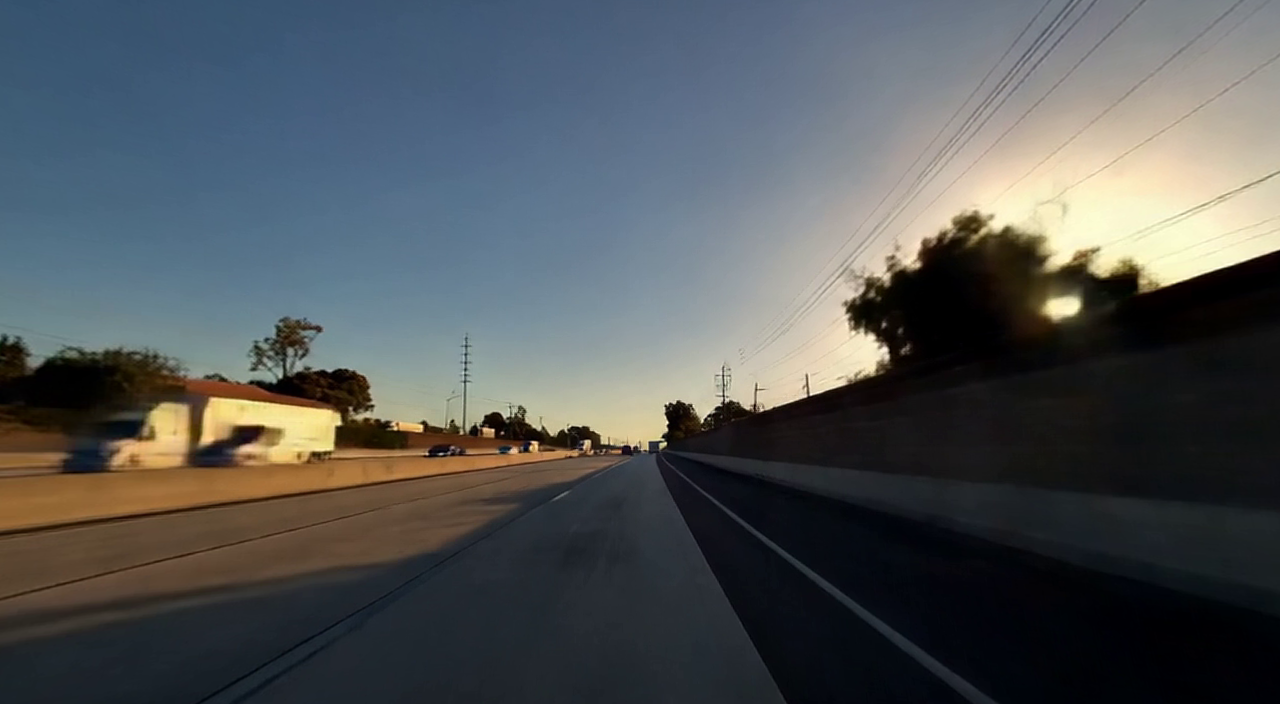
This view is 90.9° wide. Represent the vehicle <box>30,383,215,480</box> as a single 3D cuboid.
[{"bbox_3d":[-22.792,3.630,28.300,2.919,3.851,5.905,0,-9,2],"label":"vehicle"}]

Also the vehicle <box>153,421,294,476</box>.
[{"bbox_3d":[-15.573,3.666,23.985,1.995,1.848,4.840,0,-9,0],"label":"vehicle"}]
